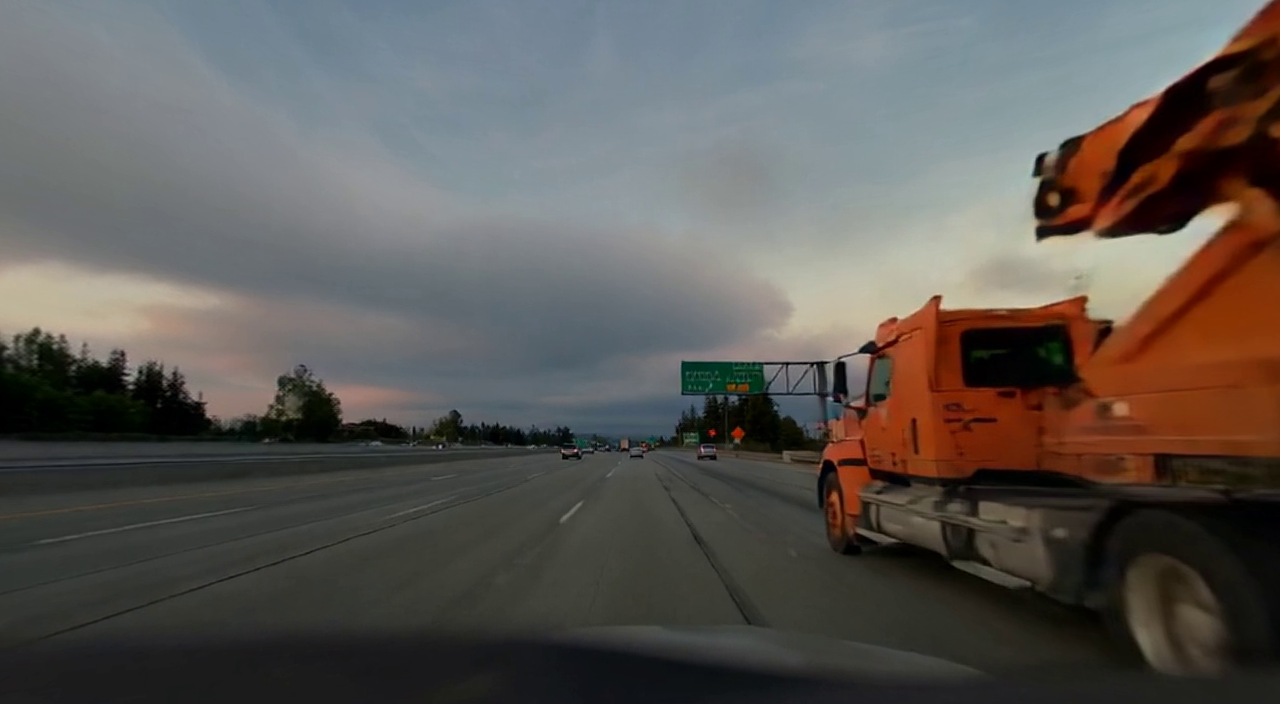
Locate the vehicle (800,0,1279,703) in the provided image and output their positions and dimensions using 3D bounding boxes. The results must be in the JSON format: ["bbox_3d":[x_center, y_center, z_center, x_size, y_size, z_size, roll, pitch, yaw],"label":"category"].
[{"bbox_3d":[3.860,0.193,3.815,2.966,3.586,10.563,0,-8,0],"label":"vehicle"}]
